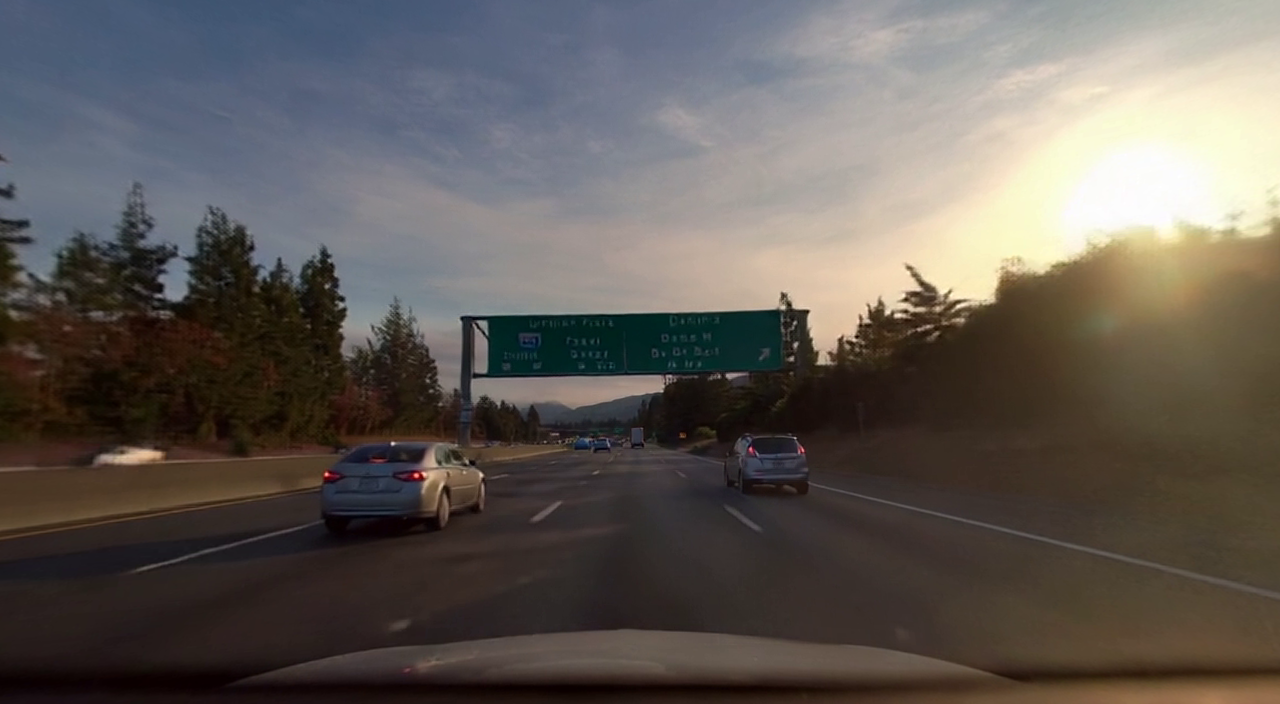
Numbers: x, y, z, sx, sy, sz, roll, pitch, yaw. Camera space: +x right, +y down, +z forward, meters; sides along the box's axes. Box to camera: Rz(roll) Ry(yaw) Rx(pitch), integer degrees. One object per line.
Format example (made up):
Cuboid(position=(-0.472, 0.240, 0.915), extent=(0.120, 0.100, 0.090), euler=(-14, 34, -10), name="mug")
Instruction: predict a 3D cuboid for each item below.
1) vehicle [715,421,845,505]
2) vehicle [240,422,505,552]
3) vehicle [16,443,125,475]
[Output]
Cuboid(position=(3.139, 2.598, 15.152), extent=(2.053, 1.714, 4.097), euler=(0, -9, -1), name="vehicle")
Cuboid(position=(-3.808, 2.030, 10.263), extent=(2.118, 1.573, 4.940), euler=(0, -9, 0), name="vehicle")
Cuboid(position=(-32.894, 6.202, 36.730), extent=(1.946, 1.720, 4.746), euler=(0, -9, -1), name="vehicle")
